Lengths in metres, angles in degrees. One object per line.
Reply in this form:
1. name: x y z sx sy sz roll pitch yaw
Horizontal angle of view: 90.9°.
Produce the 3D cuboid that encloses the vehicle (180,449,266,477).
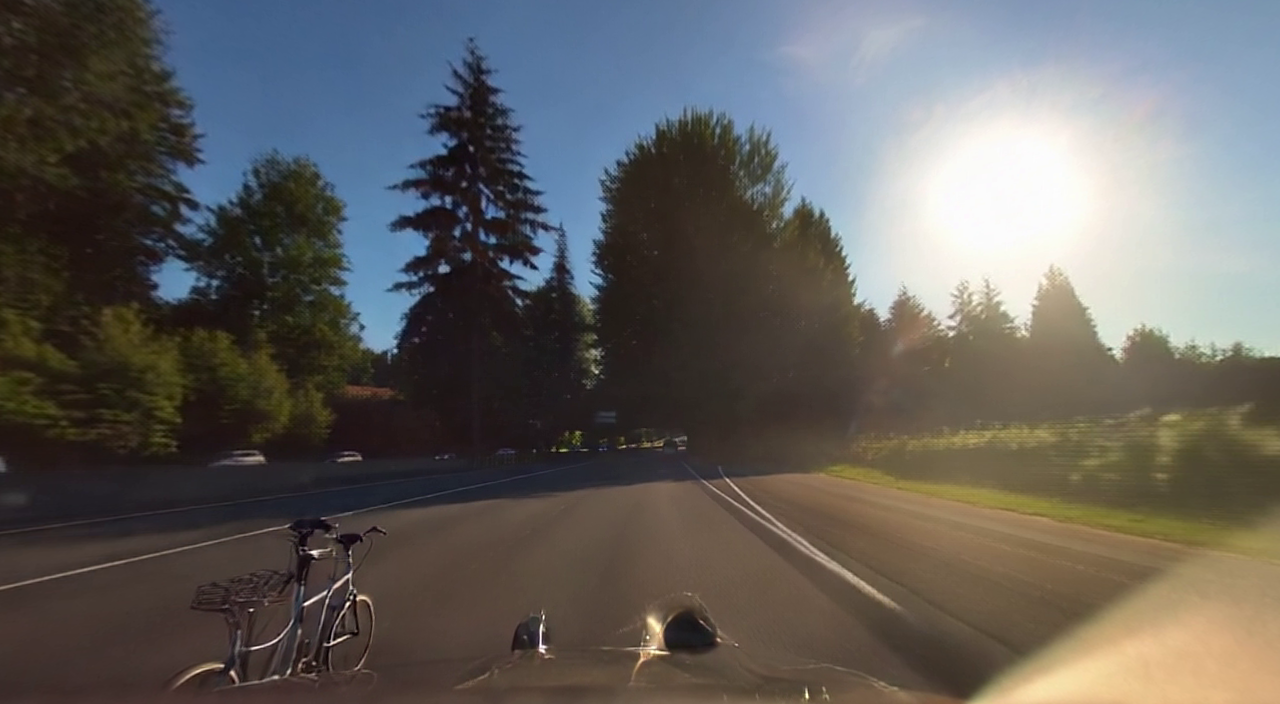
1. vehicle: -26.067 6.948 39.618 2.199 1.649 4.525 0 -9 1
